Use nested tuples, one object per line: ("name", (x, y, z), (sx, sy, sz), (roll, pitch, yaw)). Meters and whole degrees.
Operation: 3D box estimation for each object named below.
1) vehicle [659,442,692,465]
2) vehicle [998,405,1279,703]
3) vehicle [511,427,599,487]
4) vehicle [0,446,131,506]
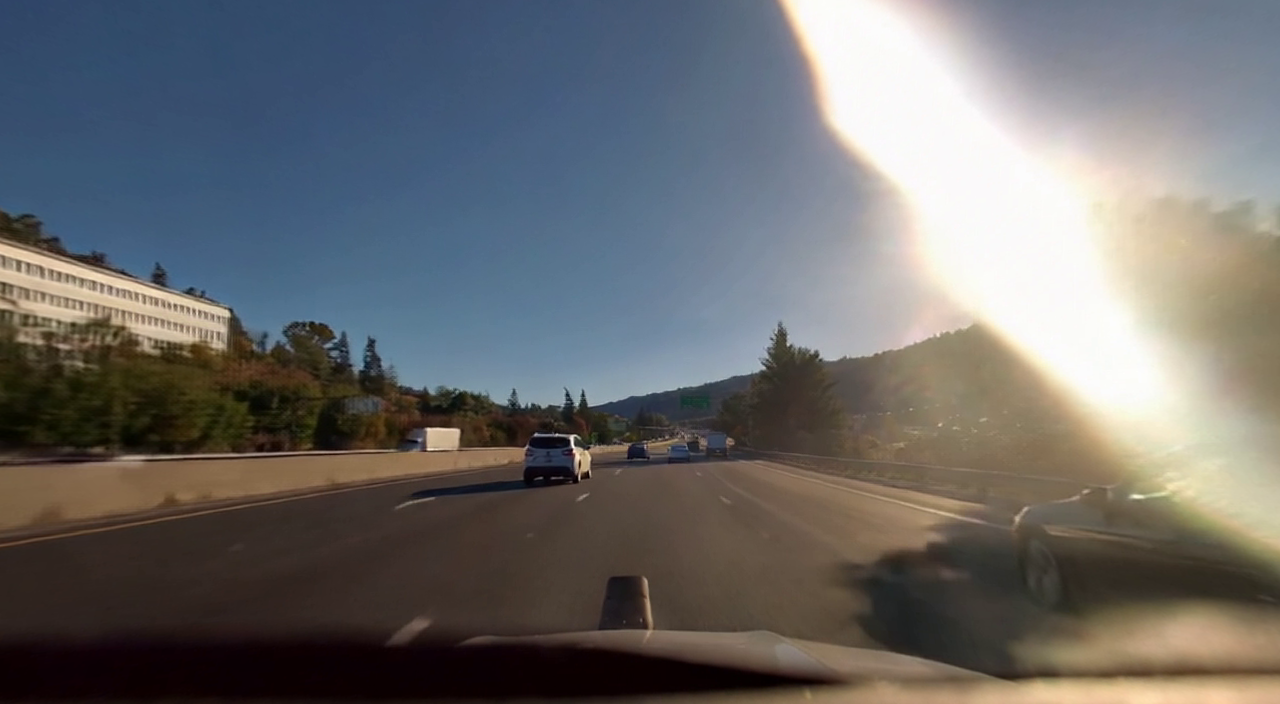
("vehicle", (2.510, 7.053, 44.006), (2.158, 1.458, 3.656), (-1, -8, 4))
("vehicle", (4.080, 0.998, 2.980), (2.131, 1.497, 4.456), (0, -8, 0))
("vehicle", (-2.808, 3.616, 22.081), (2.185, 1.823, 4.854), (-1, -8, 3))
("vehicle", (-16.691, 3.345, 17.433), (1.843, 1.446, 3.893), (-1, -8, 2))
